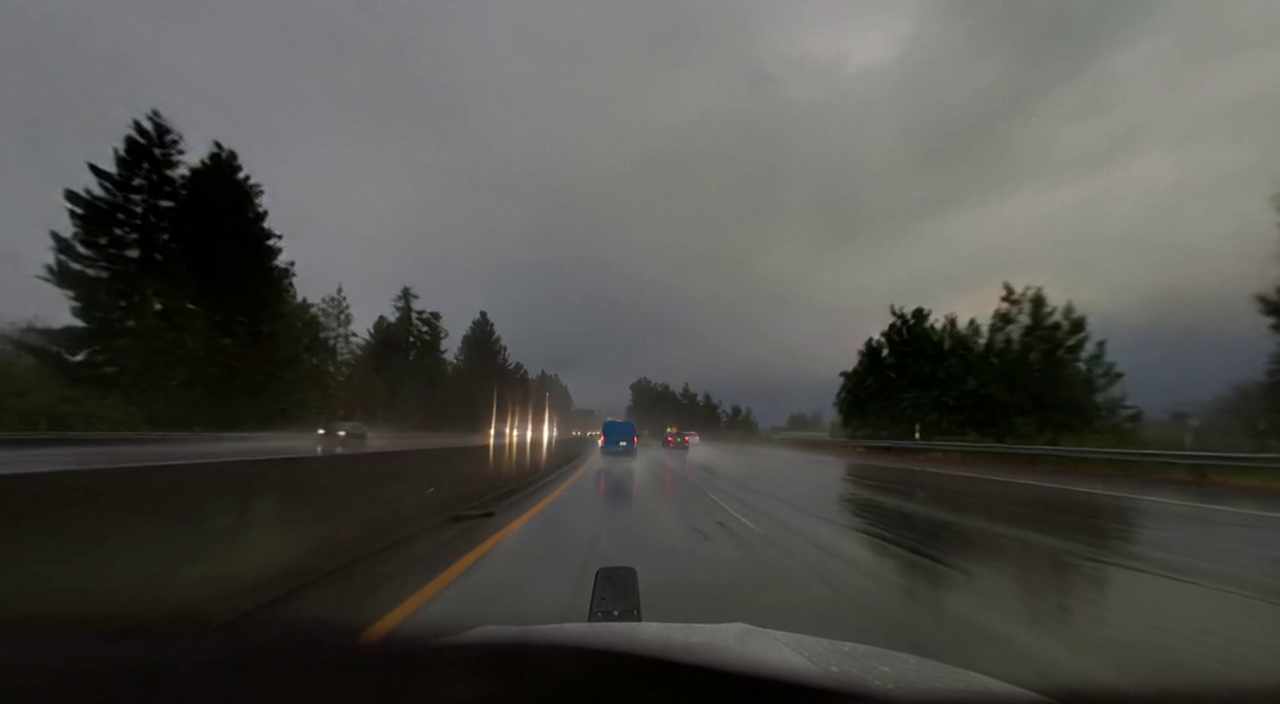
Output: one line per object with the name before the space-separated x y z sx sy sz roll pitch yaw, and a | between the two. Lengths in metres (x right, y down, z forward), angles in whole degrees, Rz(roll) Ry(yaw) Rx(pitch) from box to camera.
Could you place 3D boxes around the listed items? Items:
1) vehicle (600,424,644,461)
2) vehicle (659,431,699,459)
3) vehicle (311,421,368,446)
vehicle | -1.074 5.303 37.116 2.403 1.994 4.683 0 -8 -2
vehicle | 2.351 5.713 38.731 1.996 1.589 3.715 0 -8 -4
vehicle | -18.683 5.105 39.321 1.765 1.493 3.712 0 -8 -1
